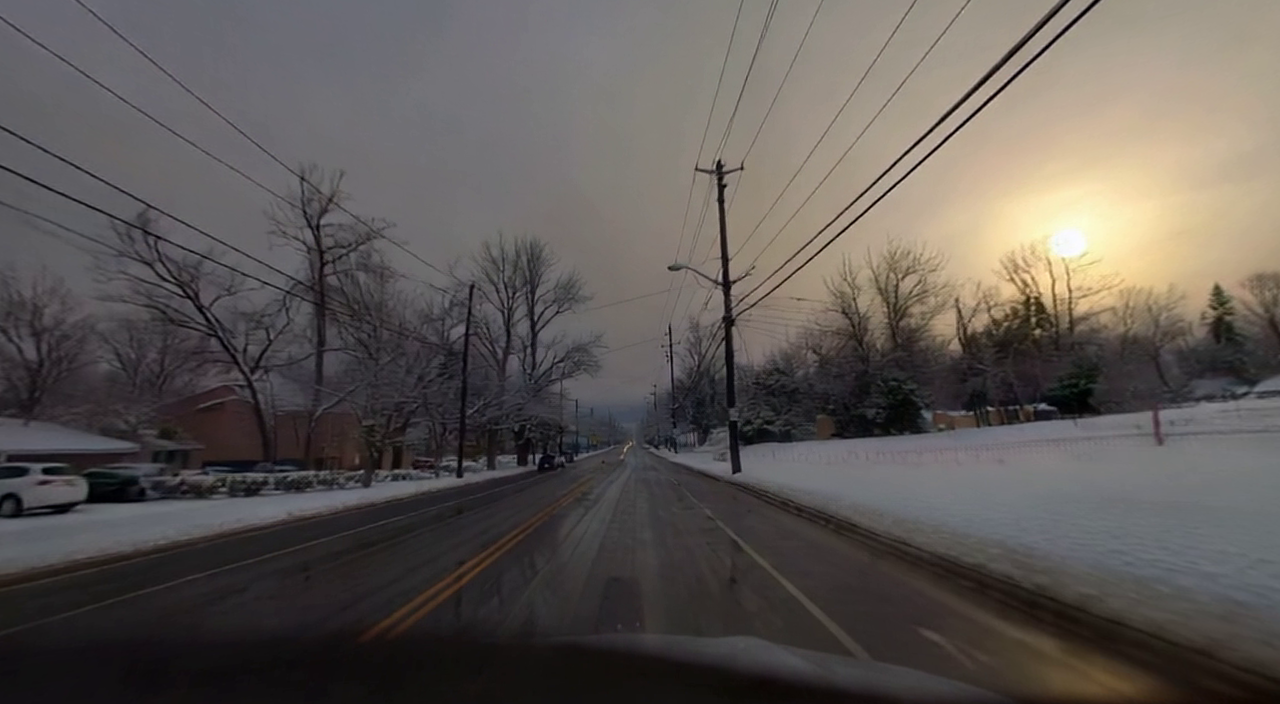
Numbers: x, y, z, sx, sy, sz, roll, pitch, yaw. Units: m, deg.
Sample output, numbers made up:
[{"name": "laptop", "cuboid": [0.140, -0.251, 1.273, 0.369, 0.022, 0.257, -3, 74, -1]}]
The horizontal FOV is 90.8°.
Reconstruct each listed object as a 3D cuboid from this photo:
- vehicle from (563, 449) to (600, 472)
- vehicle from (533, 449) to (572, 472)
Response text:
[{"name": "vehicle", "cuboid": [-4.004, 7.555, 44.045, 2.033, 1.502, 4.240, 0, -9, 2]}, {"name": "vehicle", "cuboid": [-6.738, 8.448, 49.118, 2.129, 1.556, 4.778, -4, -9, 2]}]
